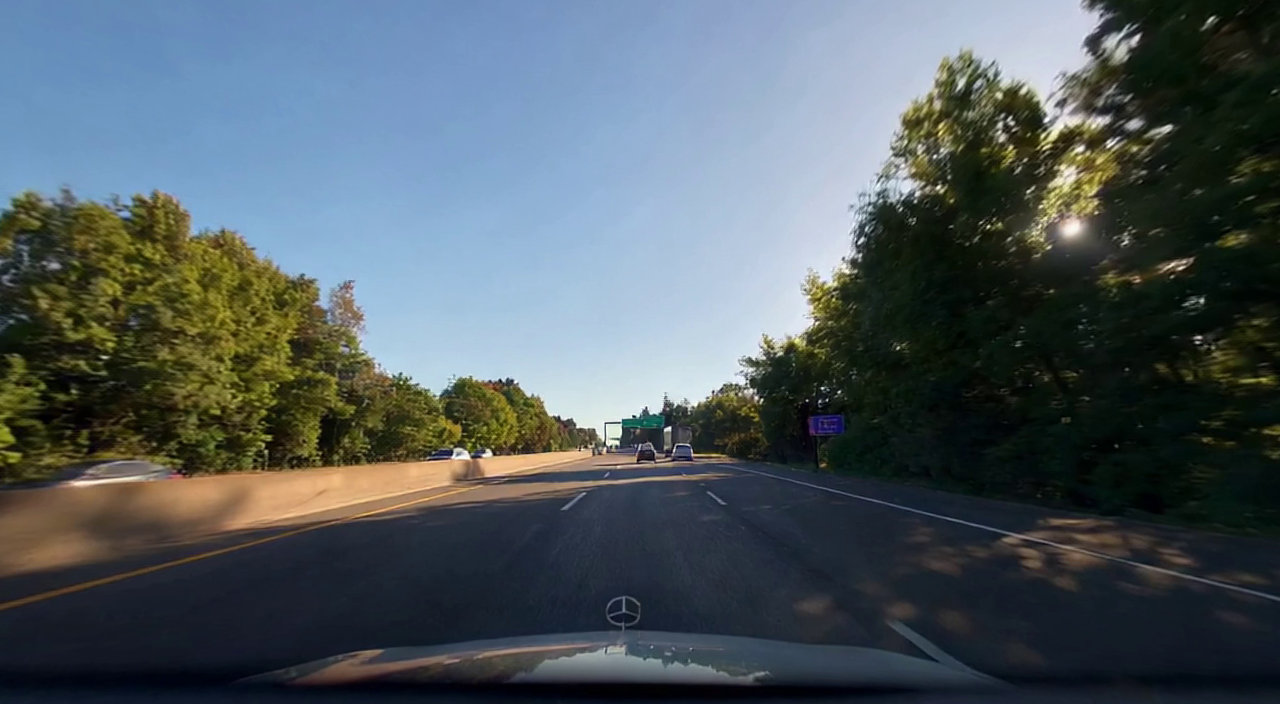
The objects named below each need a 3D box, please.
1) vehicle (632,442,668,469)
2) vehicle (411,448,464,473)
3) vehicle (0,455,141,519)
[{"bbox_3d":[0.555,6.560,40.255,2.173,1.598,4.293,0,-9,-1],"label":"vehicle"},{"bbox_3d":[-13.187,7.085,41.362,1.967,1.496,4.528,0,-9,0],"label":"vehicle"},{"bbox_3d":[-16.304,3.544,16.942,1.893,1.493,4.754,0,-9,0],"label":"vehicle"}]
